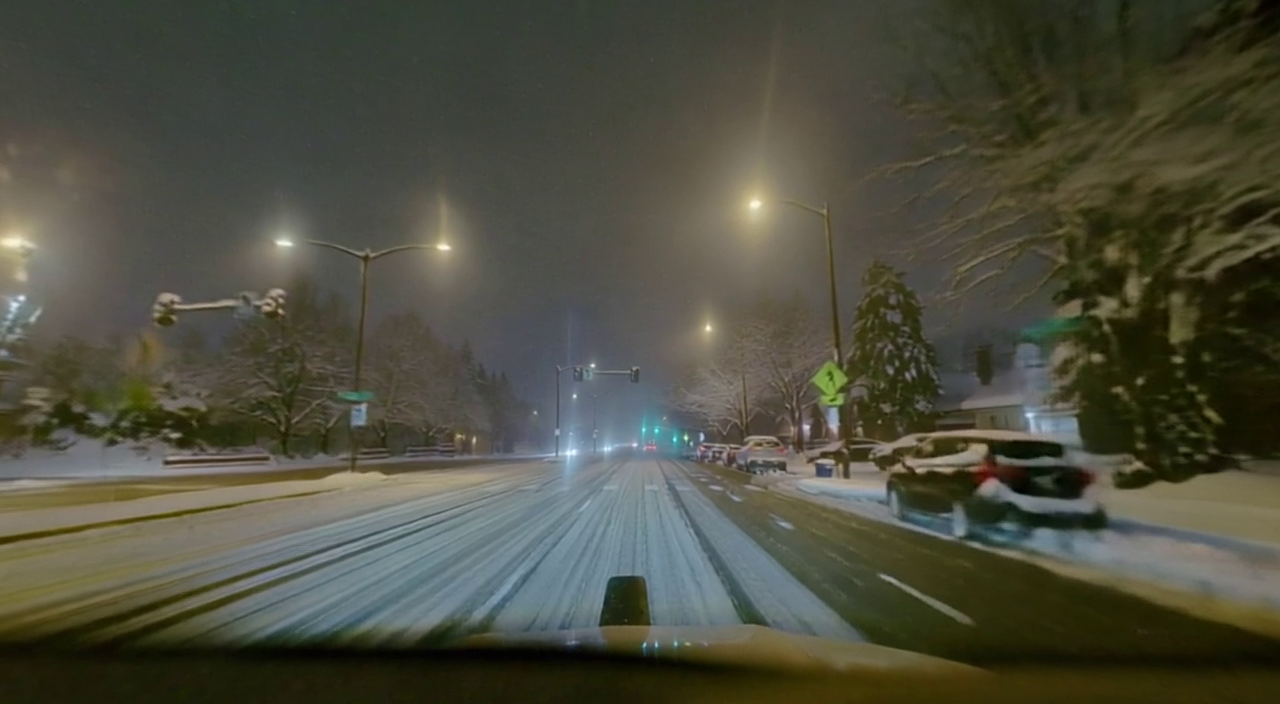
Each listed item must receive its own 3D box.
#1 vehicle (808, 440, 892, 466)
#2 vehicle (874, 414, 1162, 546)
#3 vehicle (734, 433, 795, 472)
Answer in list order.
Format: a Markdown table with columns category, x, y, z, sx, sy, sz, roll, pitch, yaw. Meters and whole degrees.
| category | x | y | z | sx | sy | sz | roll | pitch | yaw |
| --- | --- | --- | --- | --- | --- | --- | --- | --- | --- |
| vehicle | 12.362 | 5.945 | 37.099 | 4.452 | 1.459 | 2.001 | -4 | -9 | 23 |
| vehicle | 6.041 | 2.103 | 11.015 | 2.094 | 1.766 | 4.792 | 0 | -9 | 1 |
| vehicle | 6.549 | 5.362 | 33.786 | 2.293 | 1.942 | 5.004 | 0 | -9 | 1 |
